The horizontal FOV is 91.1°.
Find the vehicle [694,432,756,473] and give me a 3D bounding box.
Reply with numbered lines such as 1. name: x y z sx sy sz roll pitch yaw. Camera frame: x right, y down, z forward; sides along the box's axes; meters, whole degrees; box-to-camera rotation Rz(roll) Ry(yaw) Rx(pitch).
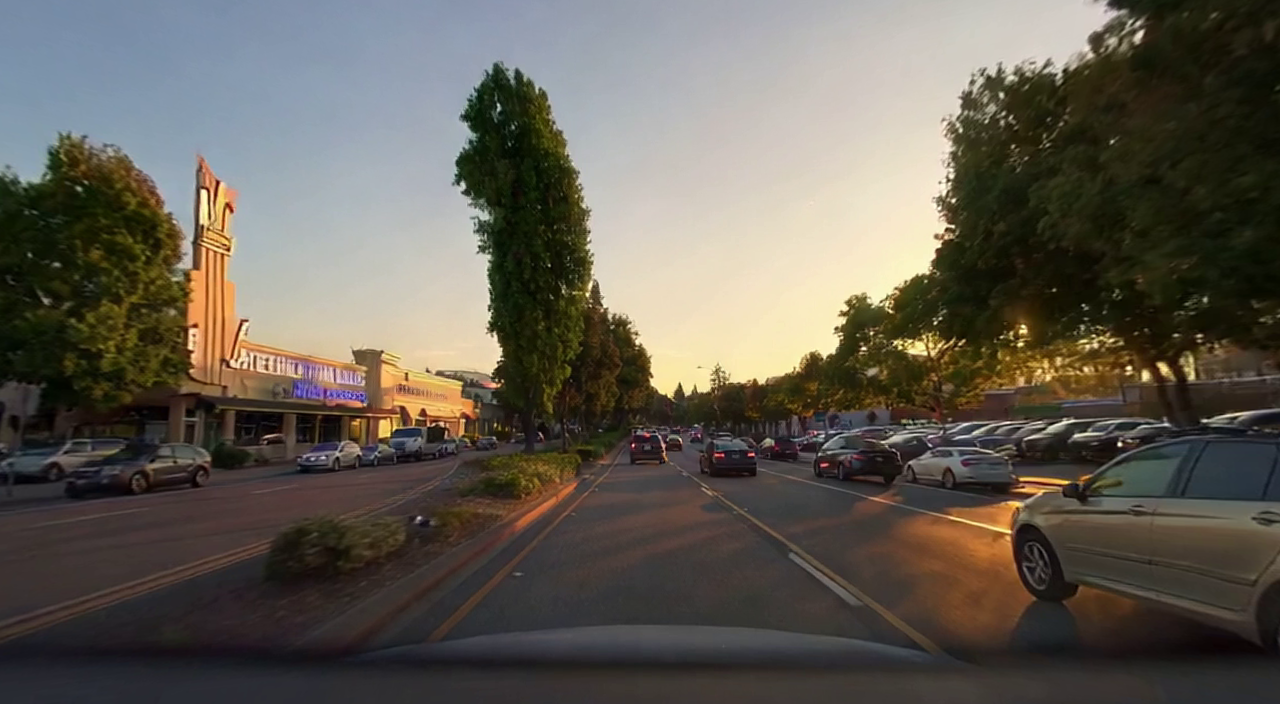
1. vehicle: 3.663 4.435 27.932 2.115 1.692 4.189 0 -8 -1

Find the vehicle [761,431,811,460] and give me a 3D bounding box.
1. vehicle: 10.491 6.771 45.695 2.318 1.974 5.282 0 -8 -1

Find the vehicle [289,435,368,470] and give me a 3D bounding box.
1. vehicle: -19.078 6.179 38.775 2.286 1.968 5.350 0 -8 -2

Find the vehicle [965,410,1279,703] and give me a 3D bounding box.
1. vehicle: 3.816 1.052 3.180 1.908 1.463 4.506 0 -8 0

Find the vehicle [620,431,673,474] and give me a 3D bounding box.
1. vehicle: 0.268 4.210 26.443 2.098 1.682 3.778 0 -8 1

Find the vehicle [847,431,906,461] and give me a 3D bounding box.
1. vehicle: 15.304 6.111 40.970 2.012 1.817 4.970 0 -8 1

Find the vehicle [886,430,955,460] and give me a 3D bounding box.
1. vehicle: 17.927 5.981 40.477 1.972 1.774 5.319 0 -8 0

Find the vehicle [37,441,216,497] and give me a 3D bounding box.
1. vehicle: -18.985 4.288 23.699 1.959 1.836 5.490 0 -8 2
